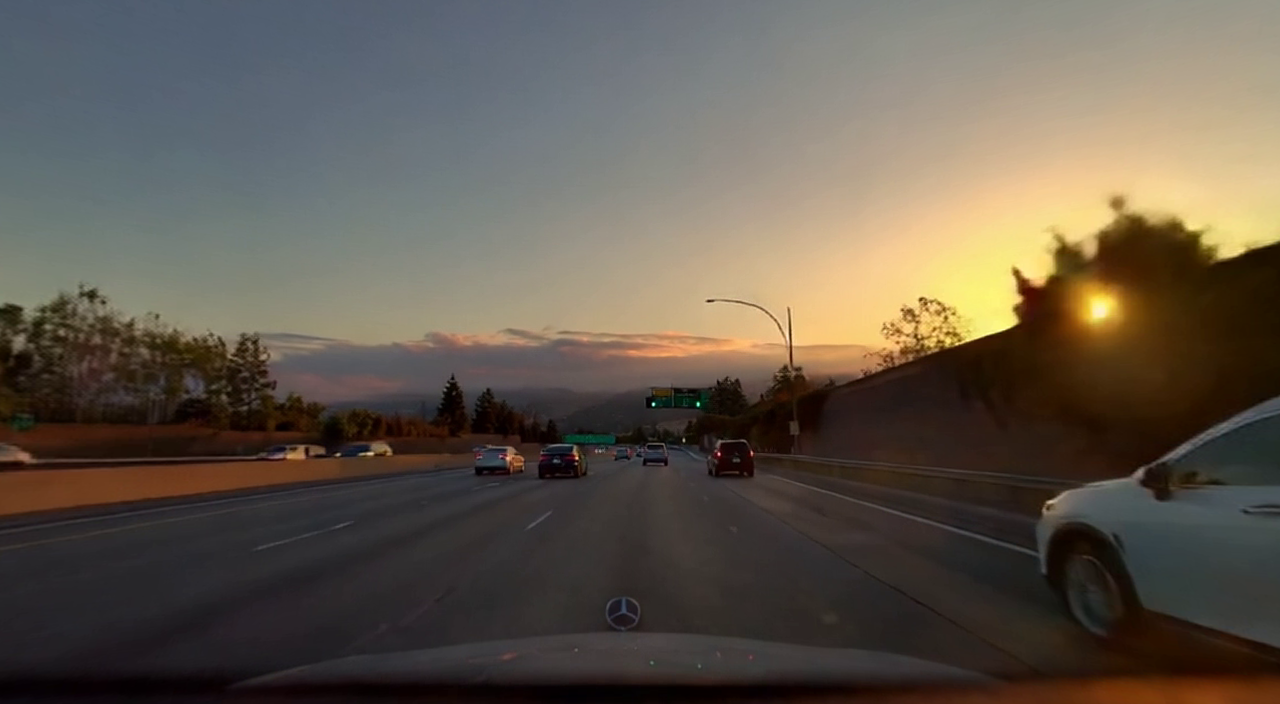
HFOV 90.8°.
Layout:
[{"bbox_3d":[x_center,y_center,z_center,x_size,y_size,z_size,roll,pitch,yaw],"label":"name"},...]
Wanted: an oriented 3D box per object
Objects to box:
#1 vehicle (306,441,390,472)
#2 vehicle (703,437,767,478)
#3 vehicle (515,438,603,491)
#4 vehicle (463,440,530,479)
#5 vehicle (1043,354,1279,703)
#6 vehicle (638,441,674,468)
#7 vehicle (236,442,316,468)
[{"bbox_3d":[-14.864,5.321,32.479,1.971,1.484,4.666,0,-8,2],"label":"vehicle"},{"bbox_3d":[4.245,4.769,28.918,2.320,1.735,4.408,0,-8,1],"label":"vehicle"},{"bbox_3d":[-2.516,3.641,20.962,2.130,1.514,4.766,0,-8,2],"label":"vehicle"},{"bbox_3d":[-5.889,4.427,26.353,1.835,1.504,3.612,0,-8,2],"label":"vehicle"},{"bbox_3d":[3.814,0.779,2.022,2.029,1.716,4.545,0,-8,0],"label":"vehicle"},{"bbox_3d":[1.209,7.221,44.765,2.408,1.748,4.217,0,-8,3],"label":"vehicle"},{"bbox_3d":[-21.643,6.127,37.802,1.898,1.451,4.432,0,-8,4],"label":"vehicle"}]
